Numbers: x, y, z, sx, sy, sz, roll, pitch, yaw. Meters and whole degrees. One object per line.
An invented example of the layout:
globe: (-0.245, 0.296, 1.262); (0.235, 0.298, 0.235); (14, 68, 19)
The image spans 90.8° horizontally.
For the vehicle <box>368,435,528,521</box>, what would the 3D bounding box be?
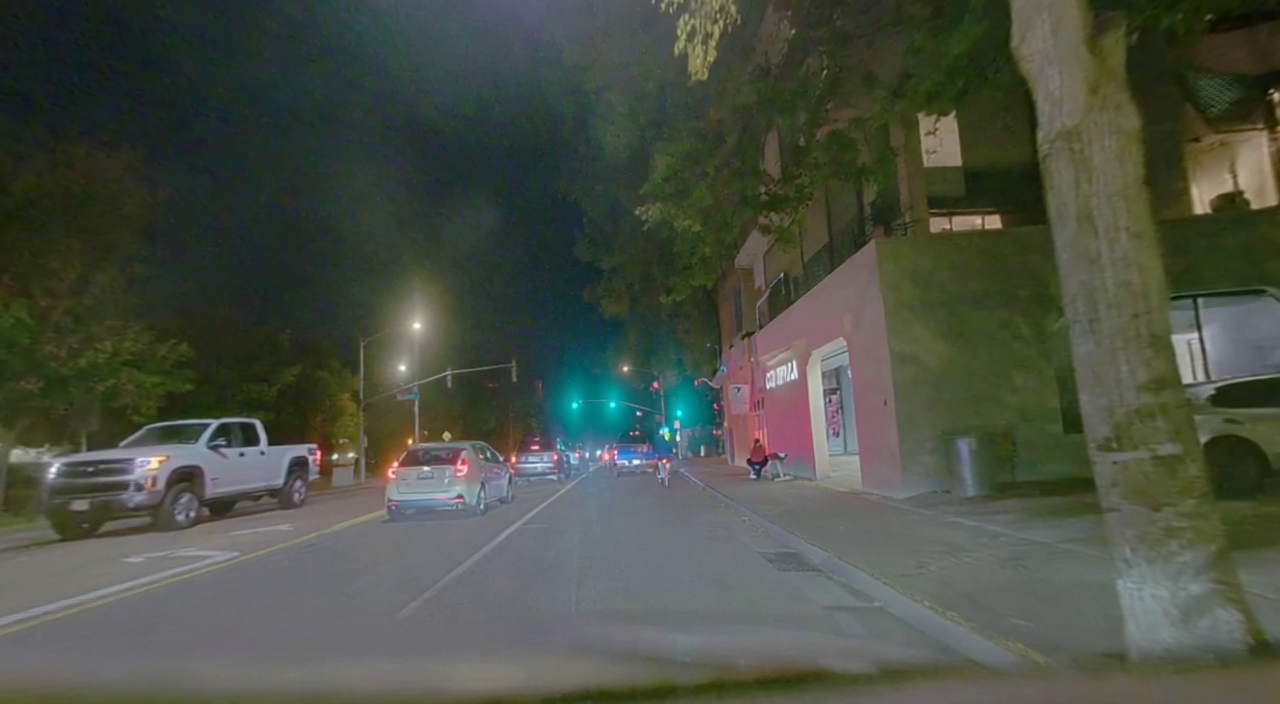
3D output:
vehicle: (-3.712, 2.511, 13.118); (2.064, 1.486, 4.140); (0, -9, -1)

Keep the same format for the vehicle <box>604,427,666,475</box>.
vehicle: (-0.282, 4.321, 27.632); (2.426, 1.882, 5.027); (0, -9, -2)

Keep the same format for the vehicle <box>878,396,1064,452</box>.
vehicle: (9.095, 2.032, 17.500); (4.159, 1.416, 2.049); (2, -9, -14)

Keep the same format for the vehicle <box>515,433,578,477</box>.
vehicle: (-3.937, 4.419, 27.275); (2.046, 1.750, 4.452); (0, -9, 0)

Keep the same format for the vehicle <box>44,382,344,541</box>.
vehicle: (-13.167, 3.342, 20.022); (3.062, 3.442, 8.771); (-9, -9, 0)

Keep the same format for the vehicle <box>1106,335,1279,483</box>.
vehicle: (8.892, 0.777, 7.891); (4.853, 1.528, 2.039); (1, -9, -10)
